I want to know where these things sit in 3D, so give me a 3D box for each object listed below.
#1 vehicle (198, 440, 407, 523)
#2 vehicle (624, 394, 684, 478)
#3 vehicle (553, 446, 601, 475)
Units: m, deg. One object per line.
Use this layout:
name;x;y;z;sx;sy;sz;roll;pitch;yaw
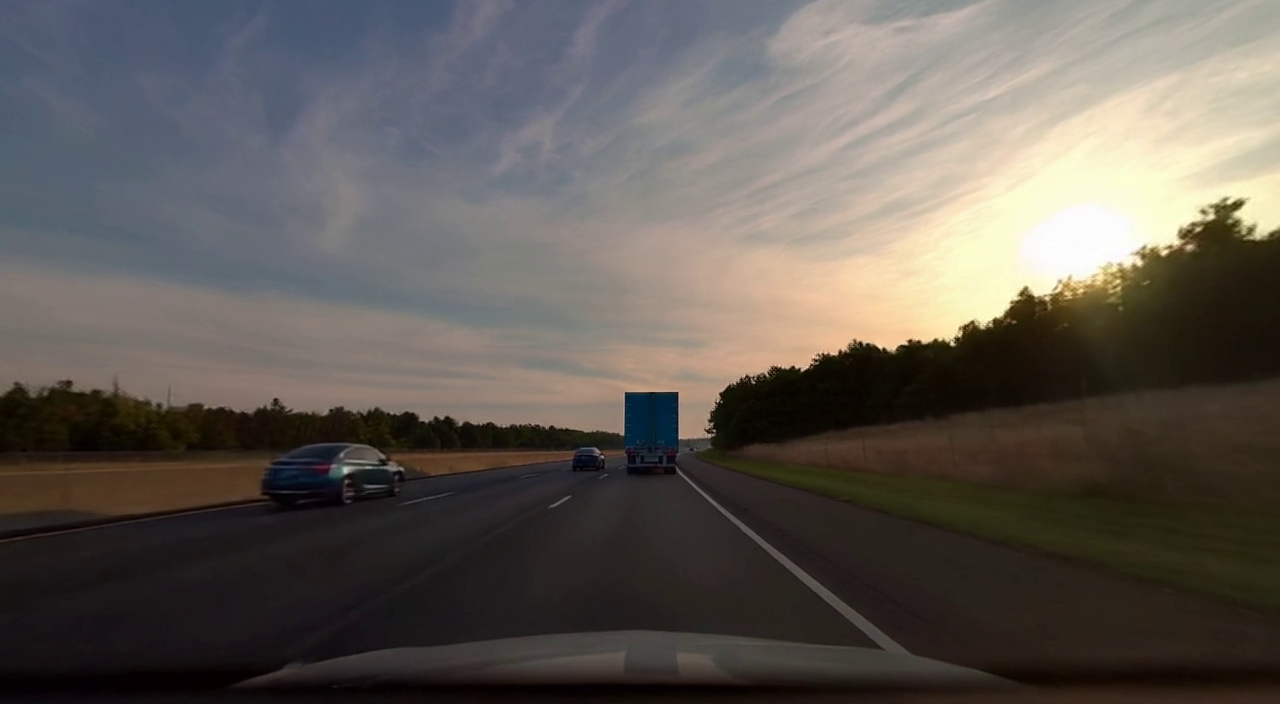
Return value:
vehicle;-6.983;2.704;13.757;1.954;1.487;4.599;0;-9;1
vehicle;0.707;5.189;38.594;2.851;4.098;14.436;-2;-8;0
vehicle;-3.342;5.875;34.286;2.092;1.465;4.448;0;-9;1
